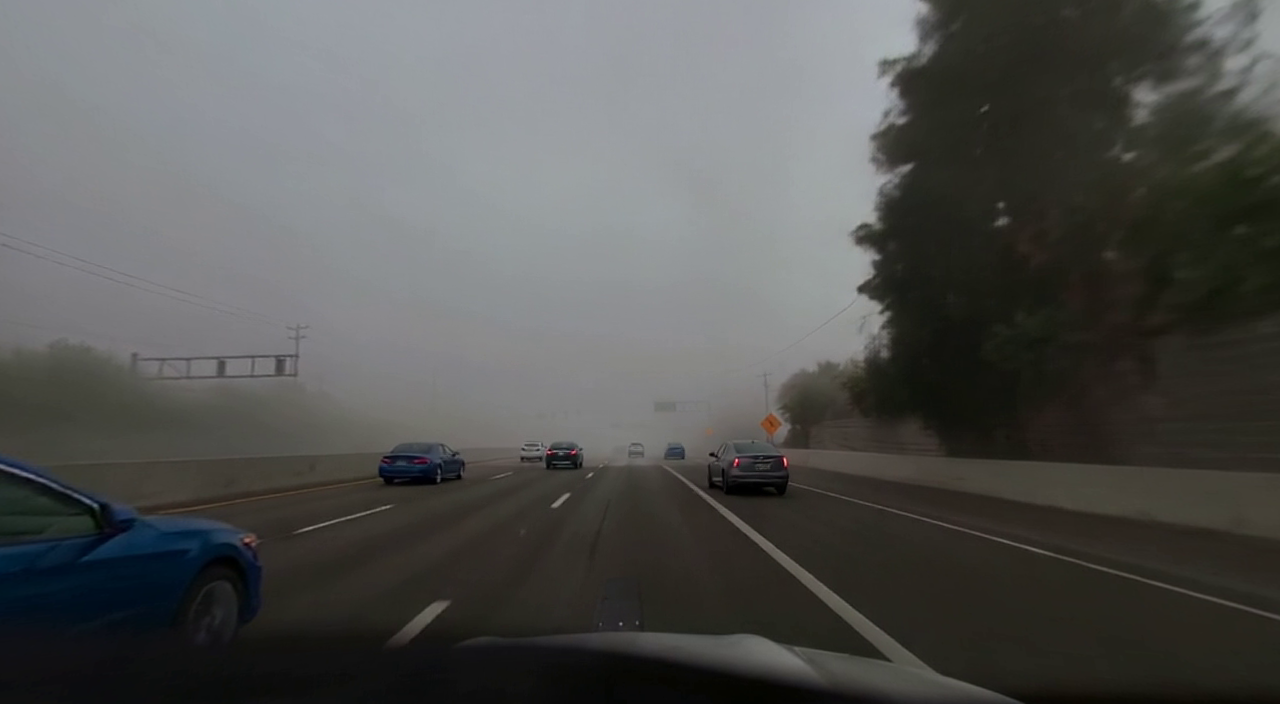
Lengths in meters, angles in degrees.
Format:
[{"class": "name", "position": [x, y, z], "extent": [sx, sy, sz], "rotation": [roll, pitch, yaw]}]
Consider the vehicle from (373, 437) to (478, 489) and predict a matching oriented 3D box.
[{"class": "vehicle", "position": [-6.682, 3.489, 20.207], "extent": [1.903, 1.482, 4.180], "rotation": [0, -8, 0]}]

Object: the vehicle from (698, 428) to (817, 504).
[{"class": "vehicle", "position": [2.800, 2.837, 16.164], "extent": [2.100, 1.659, 4.387], "rotation": [0, -8, -1]}]

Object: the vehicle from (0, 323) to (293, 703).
[{"class": "vehicle", "position": [-3.229, 0.710, 1.769], "extent": [2.104, 1.707, 4.338], "rotation": [0, -8, -1]}]

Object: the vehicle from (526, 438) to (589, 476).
[{"class": "vehicle", "position": [-3.441, 4.480, 27.240], "extent": [2.066, 1.488, 4.377], "rotation": [0, -8, 1]}]
